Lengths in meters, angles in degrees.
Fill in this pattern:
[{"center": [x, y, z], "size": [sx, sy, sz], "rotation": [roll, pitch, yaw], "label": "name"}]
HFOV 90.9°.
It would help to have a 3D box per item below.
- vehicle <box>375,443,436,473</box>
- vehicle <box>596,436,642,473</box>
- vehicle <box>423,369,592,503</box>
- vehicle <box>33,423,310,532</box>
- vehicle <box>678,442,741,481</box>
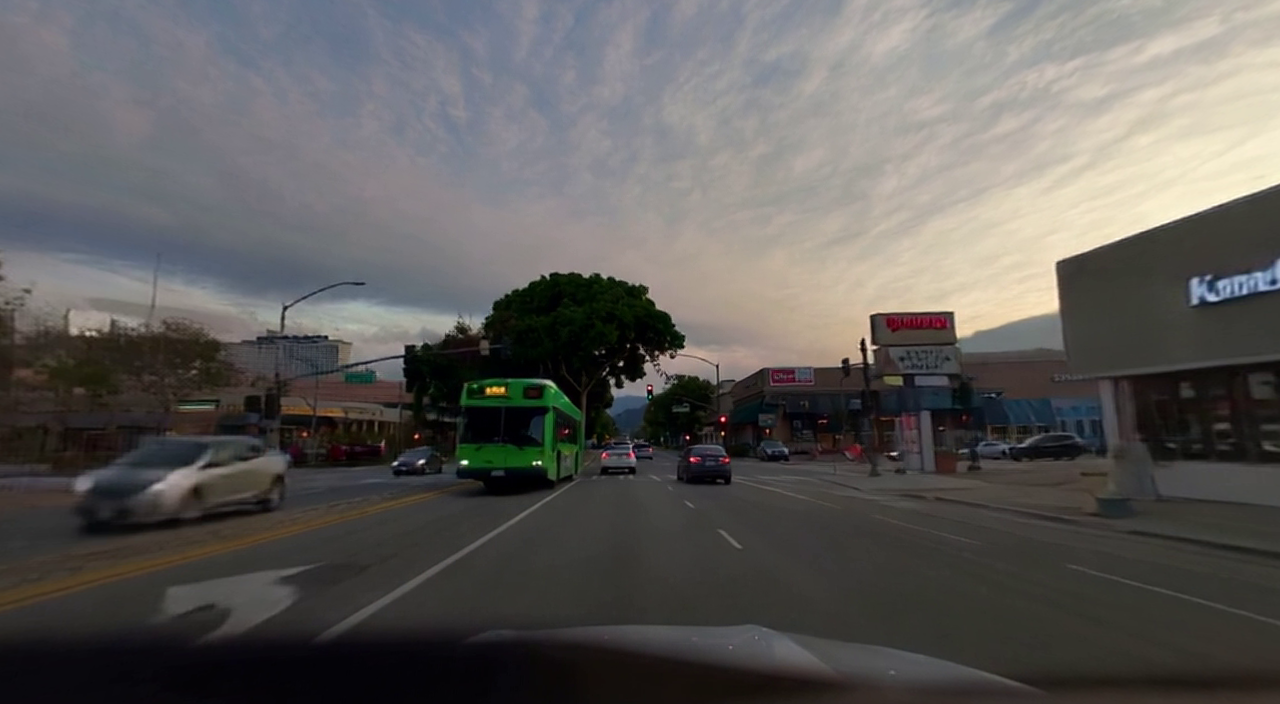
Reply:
[{"center": [-13.780, 6.228, 37.300], "size": [2.072, 1.675, 4.190], "rotation": [0, -8, -2], "label": "vehicle"}, {"center": [-1.183, 5.531, 34.229], "size": [2.301, 1.837, 4.411], "rotation": [0, -8, -3], "label": "vehicle"}, {"center": [-3.708, 3.036, 22.172], "size": [3.018, 3.217, 13.998], "rotation": [0, -8, 0], "label": "vehicle"}, {"center": [-8.779, 2.361, 12.491], "size": [2.157, 1.731, 4.433], "rotation": [0, -8, -2], "label": "vehicle"}, {"center": [2.857, 4.593, 26.765], "size": [2.046, 1.540, 3.883], "rotation": [0, -8, -3], "label": "vehicle"}]
